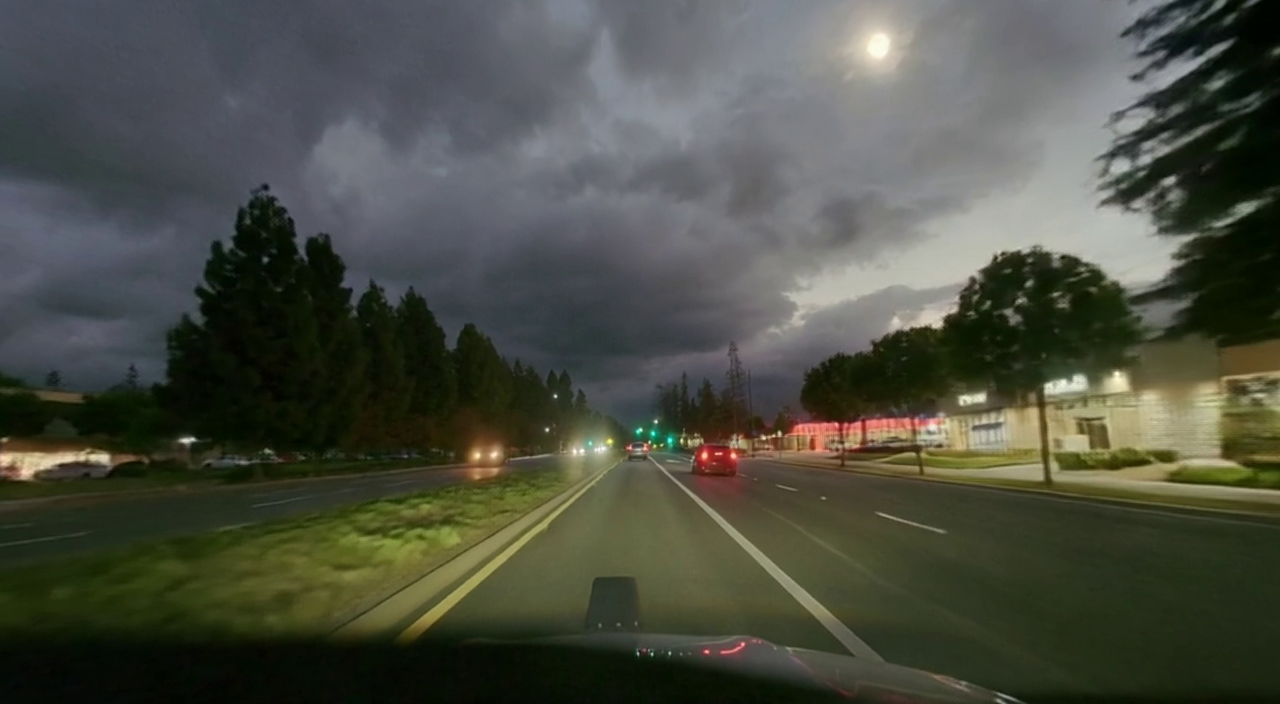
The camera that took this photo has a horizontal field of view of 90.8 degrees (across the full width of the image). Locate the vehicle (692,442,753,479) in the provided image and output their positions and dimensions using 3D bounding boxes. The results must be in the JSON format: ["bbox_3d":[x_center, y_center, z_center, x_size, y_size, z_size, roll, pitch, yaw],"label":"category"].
[{"bbox_3d":[3.493,4.717,27.679,1.983,1.482,4.463,0,-9,-1],"label":"vehicle"}]

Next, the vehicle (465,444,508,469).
[{"bbox_3d":[-11.921,8.155,49.449,2.116,1.789,4.889,0,-9,0],"label":"vehicle"}]
